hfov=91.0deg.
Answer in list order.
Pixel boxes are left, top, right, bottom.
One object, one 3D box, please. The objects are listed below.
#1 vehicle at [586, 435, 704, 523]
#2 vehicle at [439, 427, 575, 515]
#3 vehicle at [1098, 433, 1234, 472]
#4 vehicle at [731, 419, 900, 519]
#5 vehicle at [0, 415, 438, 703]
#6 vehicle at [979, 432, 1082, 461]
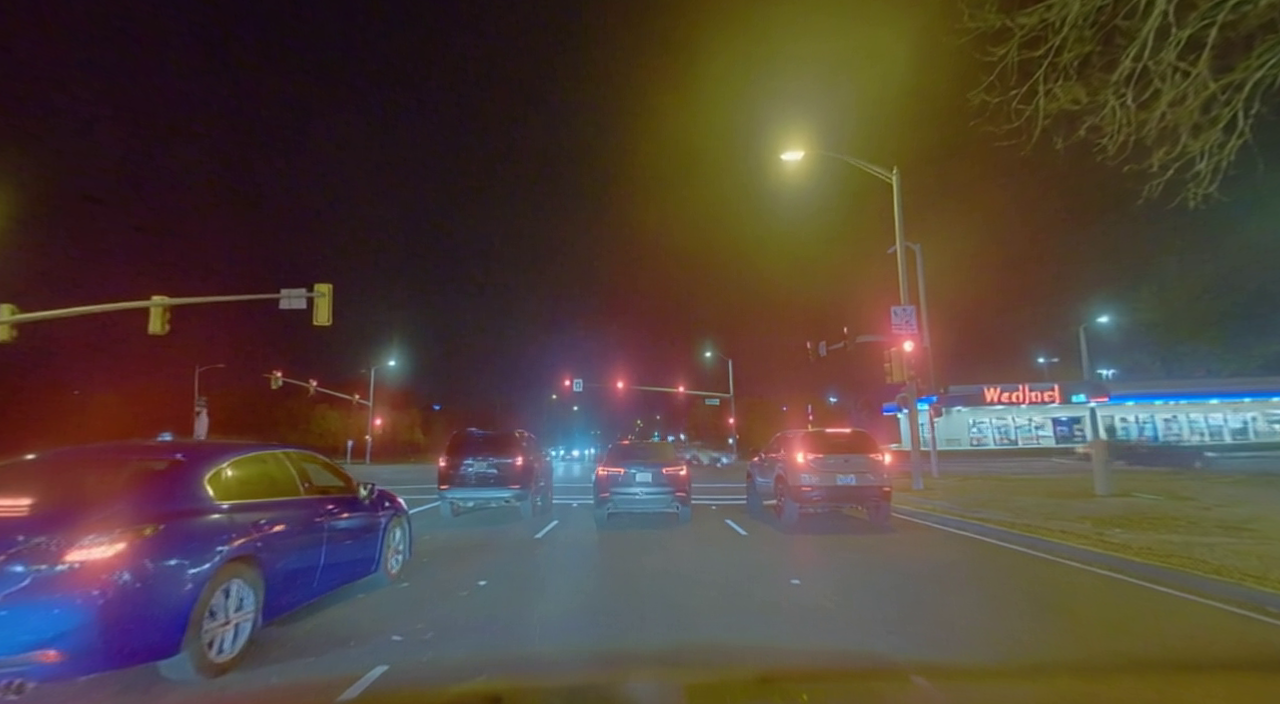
[{"bbox_3d":[0.126,2.503,12.909,2.032,1.499,3.994,0,-9,1],"label":"vehicle"},{"bbox_3d":[-2.824,2.653,14.432,2.072,1.694,4.070,-1,-9,2],"label":"vehicle"},{"bbox_3d":[21.795,4.178,26.251,3.822,1.514,1.905,-1,-9,8],"label":"vehicle"},{"bbox_3d":[3.311,2.331,12.962,2.076,1.691,4.402,0,-9,-2],"label":"vehicle"},{"bbox_3d":[-3.334,1.348,4.908,2.014,1.472,4.357,0,-9,1],"label":"vehicle"},{"bbox_3d":[23.313,5.669,37.752,4.781,1.700,1.986,0,-9,1],"label":"vehicle"}]
